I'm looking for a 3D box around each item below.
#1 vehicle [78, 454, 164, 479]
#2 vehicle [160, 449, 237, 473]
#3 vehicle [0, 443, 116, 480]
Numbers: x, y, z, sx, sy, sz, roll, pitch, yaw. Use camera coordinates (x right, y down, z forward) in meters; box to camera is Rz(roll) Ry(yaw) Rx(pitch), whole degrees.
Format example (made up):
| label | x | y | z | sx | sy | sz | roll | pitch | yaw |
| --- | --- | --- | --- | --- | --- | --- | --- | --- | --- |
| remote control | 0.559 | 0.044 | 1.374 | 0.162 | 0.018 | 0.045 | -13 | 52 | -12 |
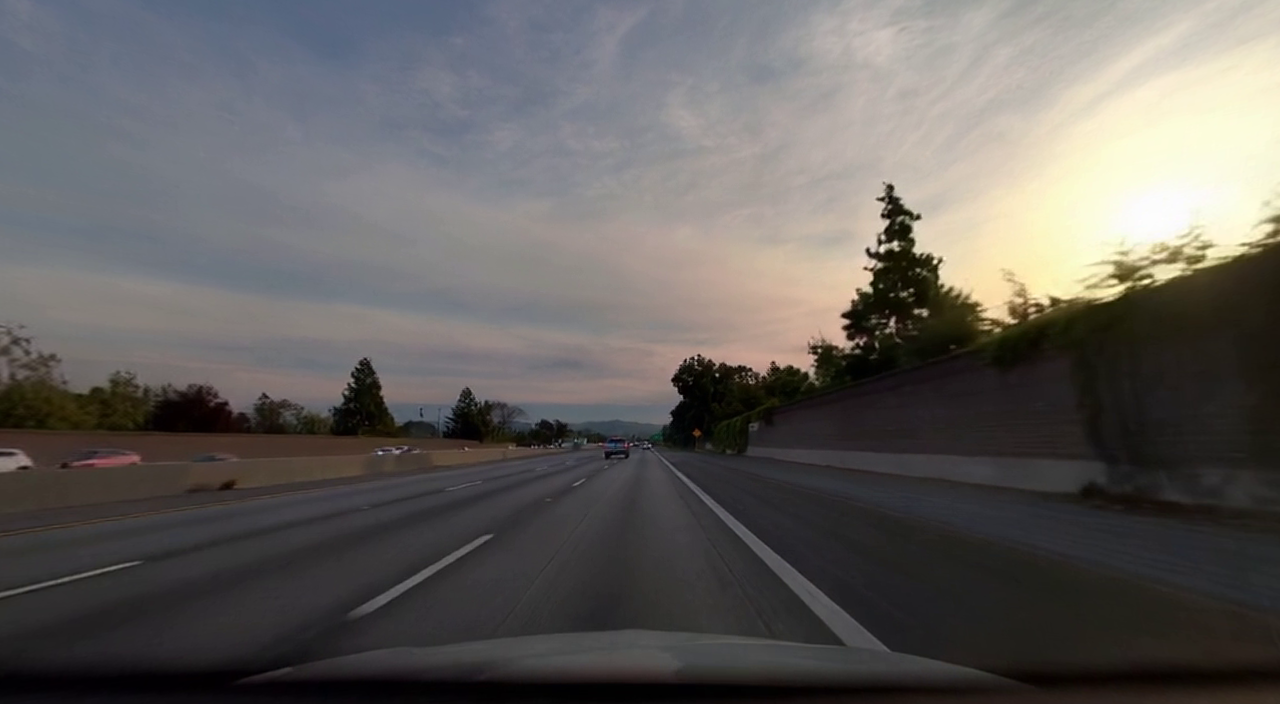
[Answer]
| label | x | y | z | sx | sy | sz | roll | pitch | yaw |
| --- | --- | --- | --- | --- | --- | --- | --- | --- | --- |
| vehicle | -33.209 | 7.309 | 40.481 | 1.831 | 1.431 | 4.333 | 0 | -8 | 0 |
| vehicle | -29.119 | 7.172 | 41.747 | 1.841 | 1.487 | 4.538 | 0 | -8 | 0 |
| vehicle | -36.645 | 6.847 | 39.916 | 2.373 | 2.163 | 5.150 | 0 | -8 | 1 |
